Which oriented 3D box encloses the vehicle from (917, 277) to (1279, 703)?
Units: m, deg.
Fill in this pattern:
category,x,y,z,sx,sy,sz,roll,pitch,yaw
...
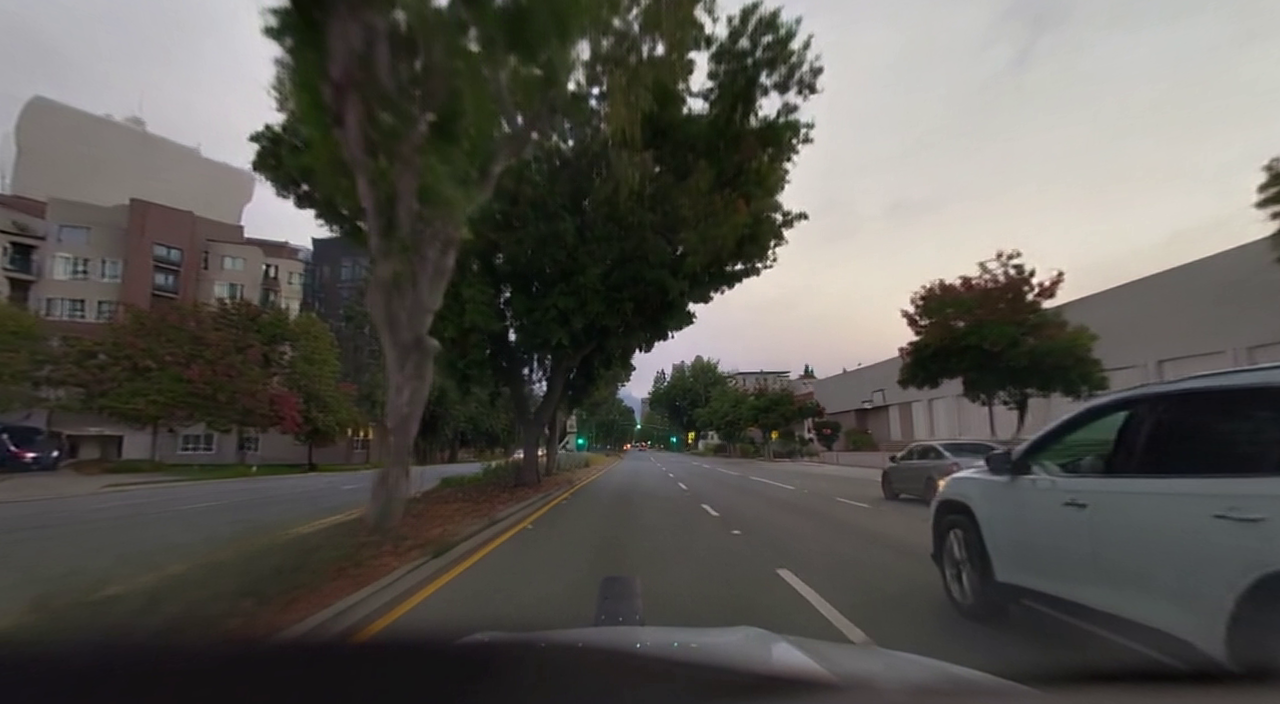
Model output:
category,x,y,z,sx,sy,sz,roll,pitch,yaw
vehicle,3.772,0.776,3.005,2.505,1.971,5.162,0,-9,0
